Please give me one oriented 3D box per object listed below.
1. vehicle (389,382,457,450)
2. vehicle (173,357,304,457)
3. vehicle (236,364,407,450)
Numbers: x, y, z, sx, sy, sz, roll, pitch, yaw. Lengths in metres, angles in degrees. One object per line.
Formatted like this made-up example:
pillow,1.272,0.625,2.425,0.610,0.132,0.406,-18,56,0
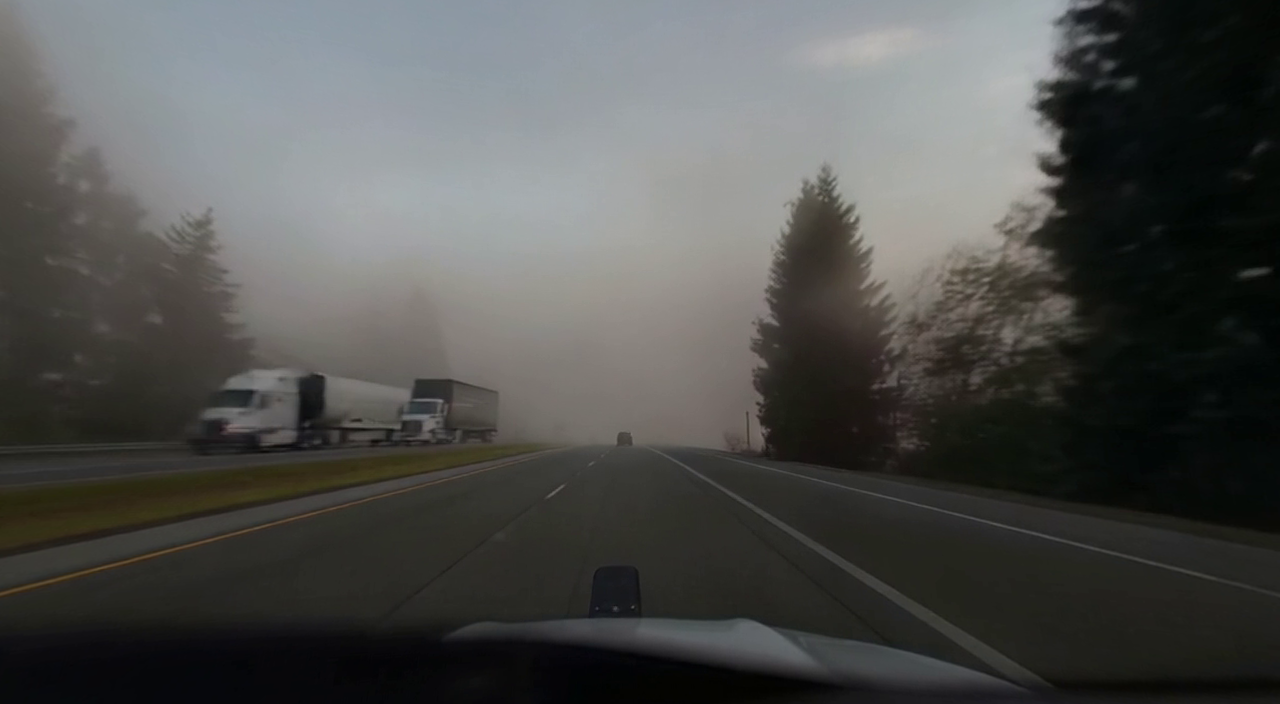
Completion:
vehicle,-12.974,3.893,37.907,2.997,3.954,2.796,0,-8,-1
vehicle,-16.940,2.406,26.908,3.035,3.958,3.564,0,-8,-1
vehicle,-17.114,3.408,35.731,2.755,3.934,13.872,0,-8,-1
